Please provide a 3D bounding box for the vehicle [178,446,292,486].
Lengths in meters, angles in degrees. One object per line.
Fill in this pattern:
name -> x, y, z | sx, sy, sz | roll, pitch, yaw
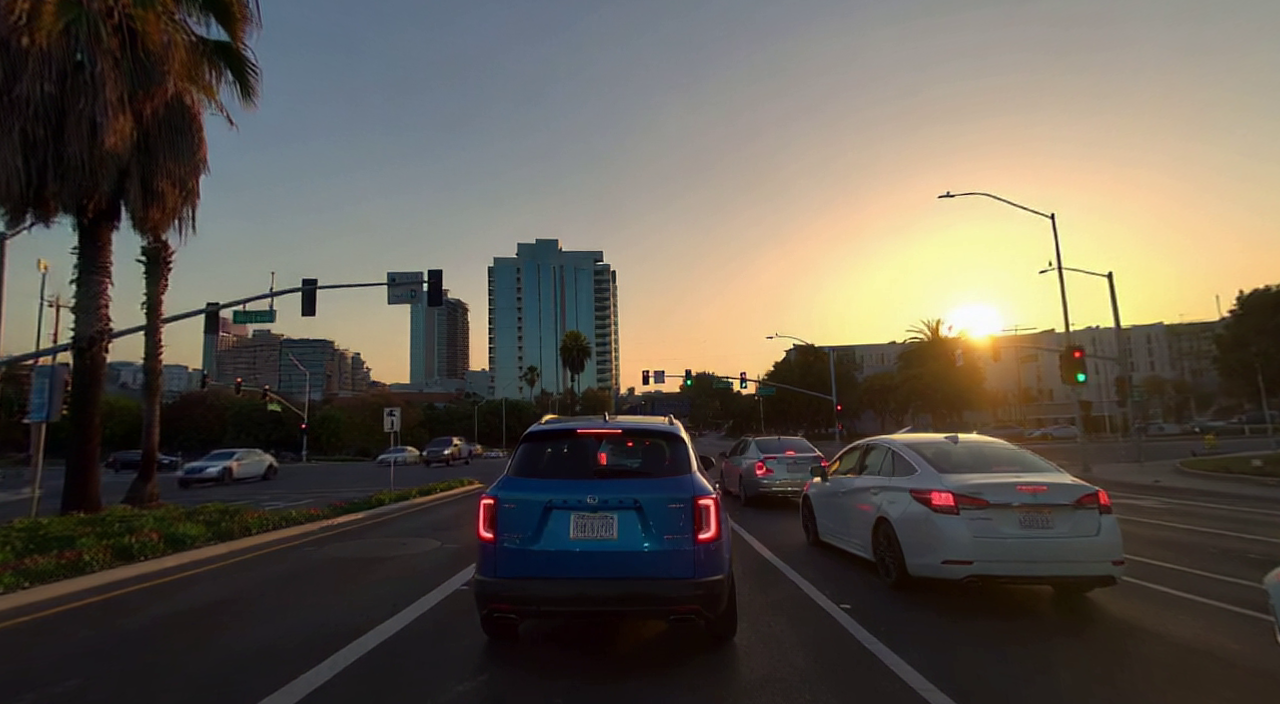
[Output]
vehicle -> -19.826, 5.541, 31.068 | 2.119, 1.786, 5.252 | 0, -9, 0

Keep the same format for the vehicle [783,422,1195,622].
vehicle -> 3.119, 1.605, 6.985 | 1.971, 1.473, 4.495 | 0, -8, 0

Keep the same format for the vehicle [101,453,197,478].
vehicle -> -36.777, 8.513, 47.101 | 5.347, 1.785, 2.123 | 0, -8, 1

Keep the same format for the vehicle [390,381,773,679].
vehicle -> -0.335, 1.314, 5.689 | 2.172, 1.694, 4.055 | 0, -8, 0

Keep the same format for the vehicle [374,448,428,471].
vehicle -> -16.784, 7.568, 44.315 | 1.951, 1.500, 4.372 | 0, -9, 1
